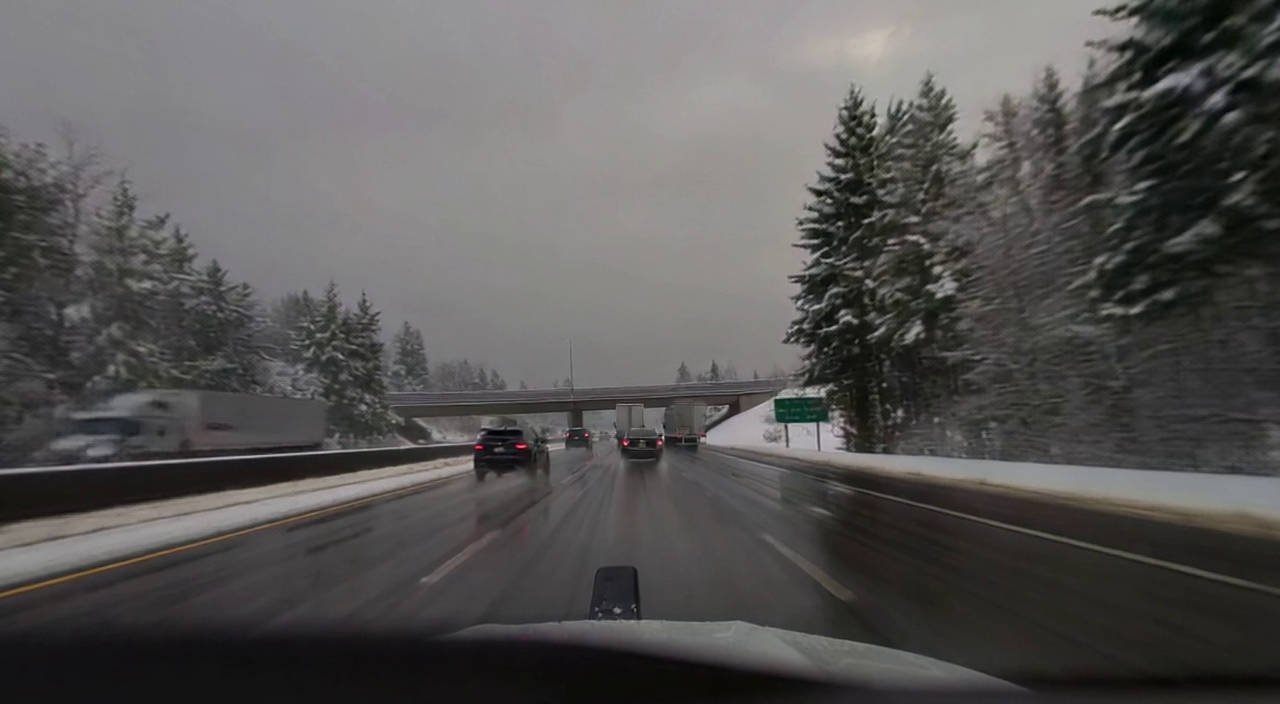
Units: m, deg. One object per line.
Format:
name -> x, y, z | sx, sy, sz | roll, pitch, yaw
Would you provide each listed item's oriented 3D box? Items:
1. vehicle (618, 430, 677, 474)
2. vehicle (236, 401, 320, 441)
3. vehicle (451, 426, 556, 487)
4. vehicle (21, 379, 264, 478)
vehicle -> 0.213, 3.717, 23.735 | 2.059, 1.522, 3.693 | 0, -8, -1
vehicle -> -21.433, 4.131, 37.603 | 2.198, 2.105, 4.804 | -2, -7, 0
vehicle -> -3.724, 2.935, 18.142 | 1.979, 1.527, 4.754 | 0, -8, 0
vehicle -> -21.224, 3.478, 28.139 | 3.038, 3.631, 9.794 | 0, -8, -2
